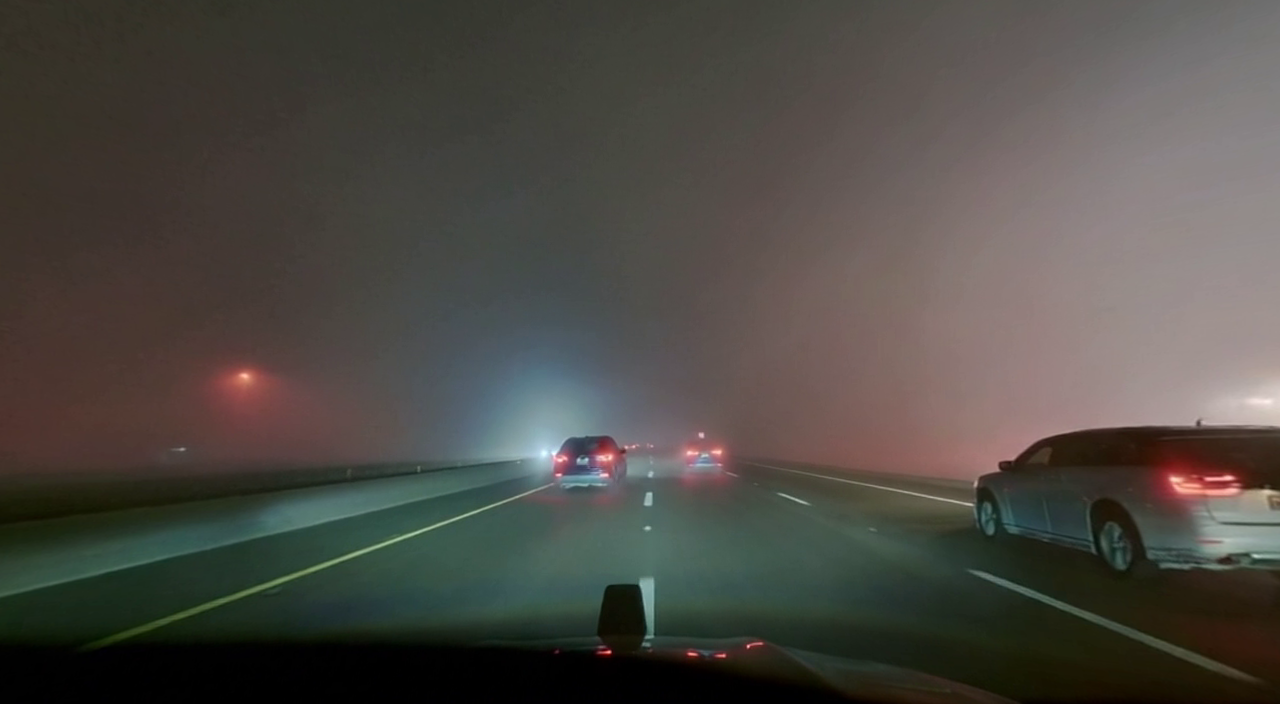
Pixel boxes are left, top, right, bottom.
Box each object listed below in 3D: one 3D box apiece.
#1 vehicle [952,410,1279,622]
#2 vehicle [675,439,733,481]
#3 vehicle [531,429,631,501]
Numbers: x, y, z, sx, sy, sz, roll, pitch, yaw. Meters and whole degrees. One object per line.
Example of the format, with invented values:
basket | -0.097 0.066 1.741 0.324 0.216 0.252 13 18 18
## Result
vehicle | 5.678 1.570 7.112 2.027 1.588 4.611 0 -8 1
vehicle | 2.547 4.391 25.972 2.000 1.558 3.945 0 -8 1
vehicle | -1.485 3.128 17.915 2.239 1.761 4.620 -1 -8 2
